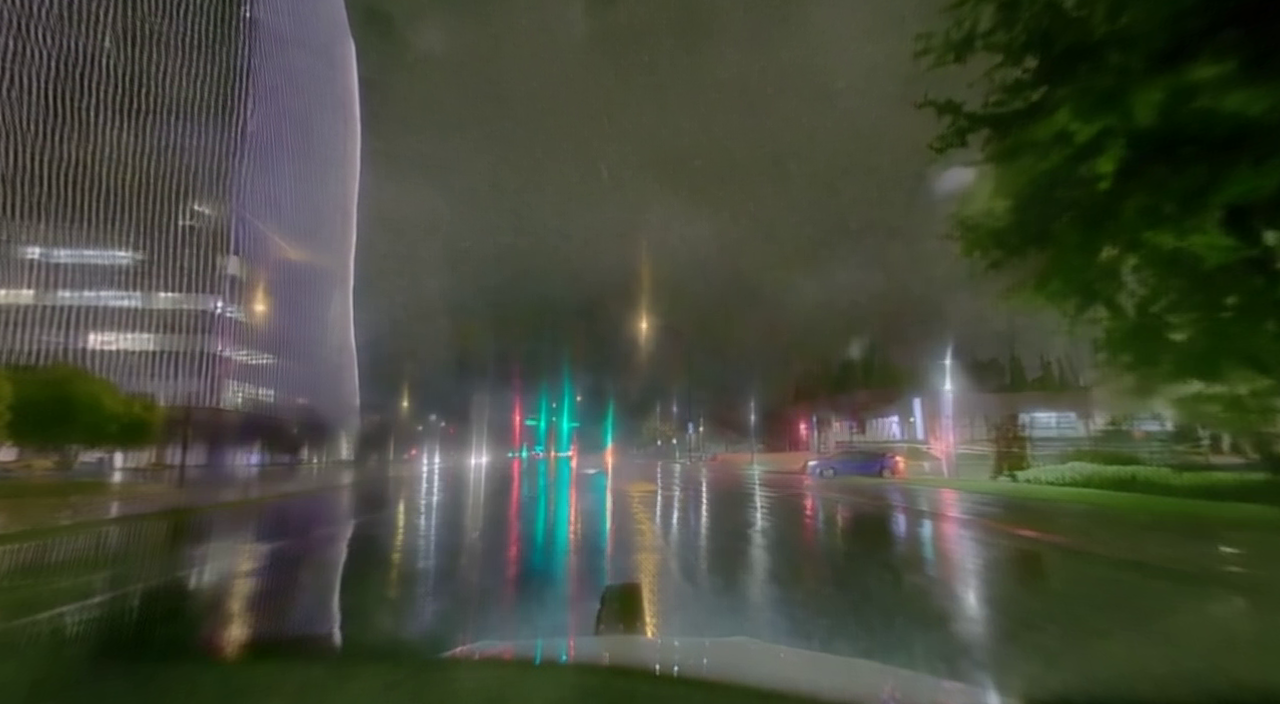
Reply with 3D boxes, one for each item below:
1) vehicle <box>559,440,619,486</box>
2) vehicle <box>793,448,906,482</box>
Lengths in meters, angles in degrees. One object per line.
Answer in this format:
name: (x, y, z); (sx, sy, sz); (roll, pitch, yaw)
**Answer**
vehicle: (-2.034, 4.428, 25.385); (2.183, 1.675, 4.319); (1, -9, -4)
vehicle: (9.761, 5.302, 29.661); (4.645, 1.505, 2.100); (-1, -9, 4)
